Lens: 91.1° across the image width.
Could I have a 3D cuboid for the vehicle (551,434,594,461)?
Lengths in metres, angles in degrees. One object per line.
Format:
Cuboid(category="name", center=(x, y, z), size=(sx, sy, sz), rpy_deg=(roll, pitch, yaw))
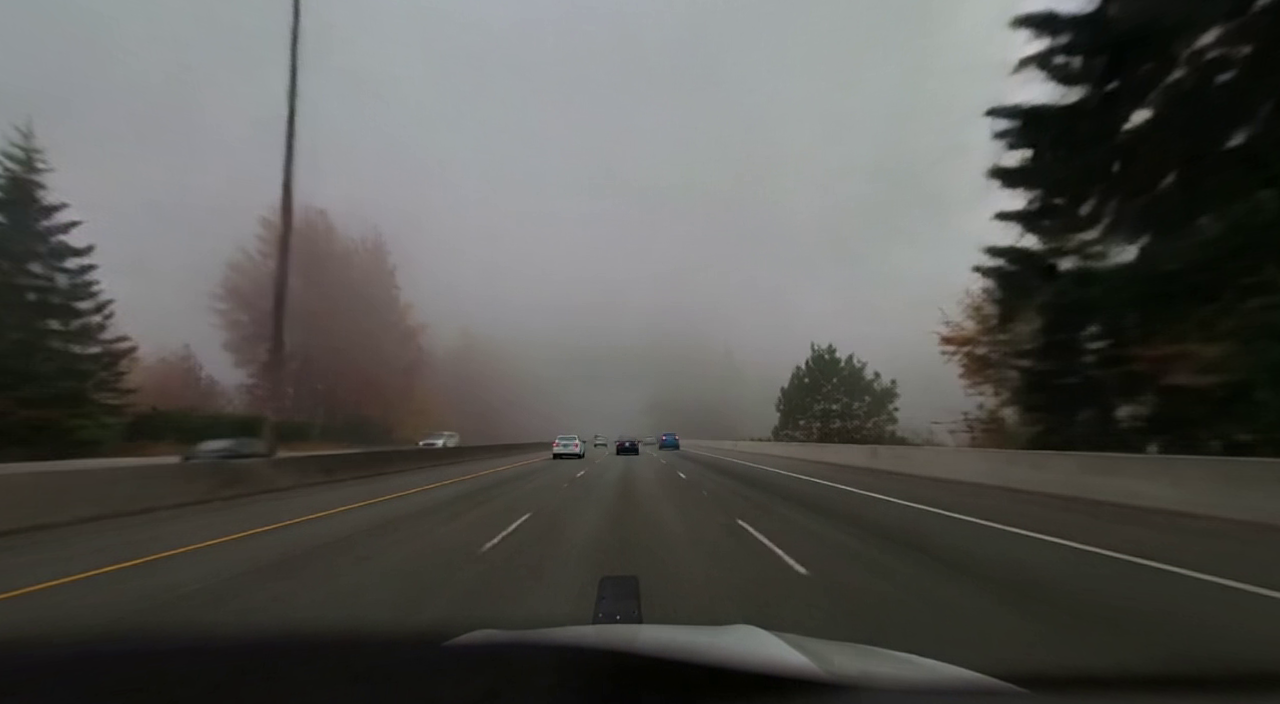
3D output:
Cuboid(category="vehicle", center=(-3.981, 5.693, 37.680), size=(2.103, 1.507, 4.367), rpy_deg=(0, -8, 0))
